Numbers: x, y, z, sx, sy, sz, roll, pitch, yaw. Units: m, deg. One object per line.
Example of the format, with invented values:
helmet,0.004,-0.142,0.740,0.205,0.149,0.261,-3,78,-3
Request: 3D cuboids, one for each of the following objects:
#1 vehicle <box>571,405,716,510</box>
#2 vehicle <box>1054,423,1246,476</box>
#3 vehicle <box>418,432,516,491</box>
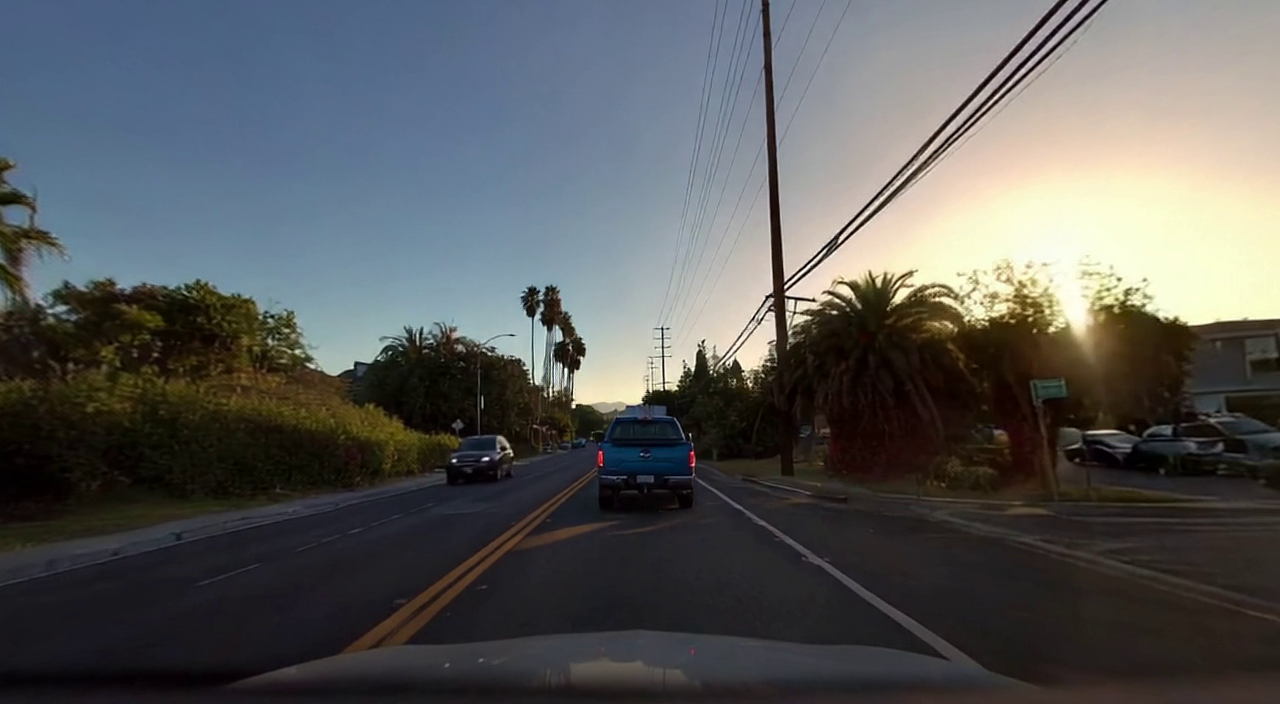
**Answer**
vehicle,-0.011,2.500,15.415,2.848,2.047,5.885,0,-8,-2
vehicle,20.314,3.950,25.740,2.277,1.836,6.267,0,-9,-4
vehicle,-5.499,3.527,20.717,2.140,1.706,4.229,0,-8,-2
